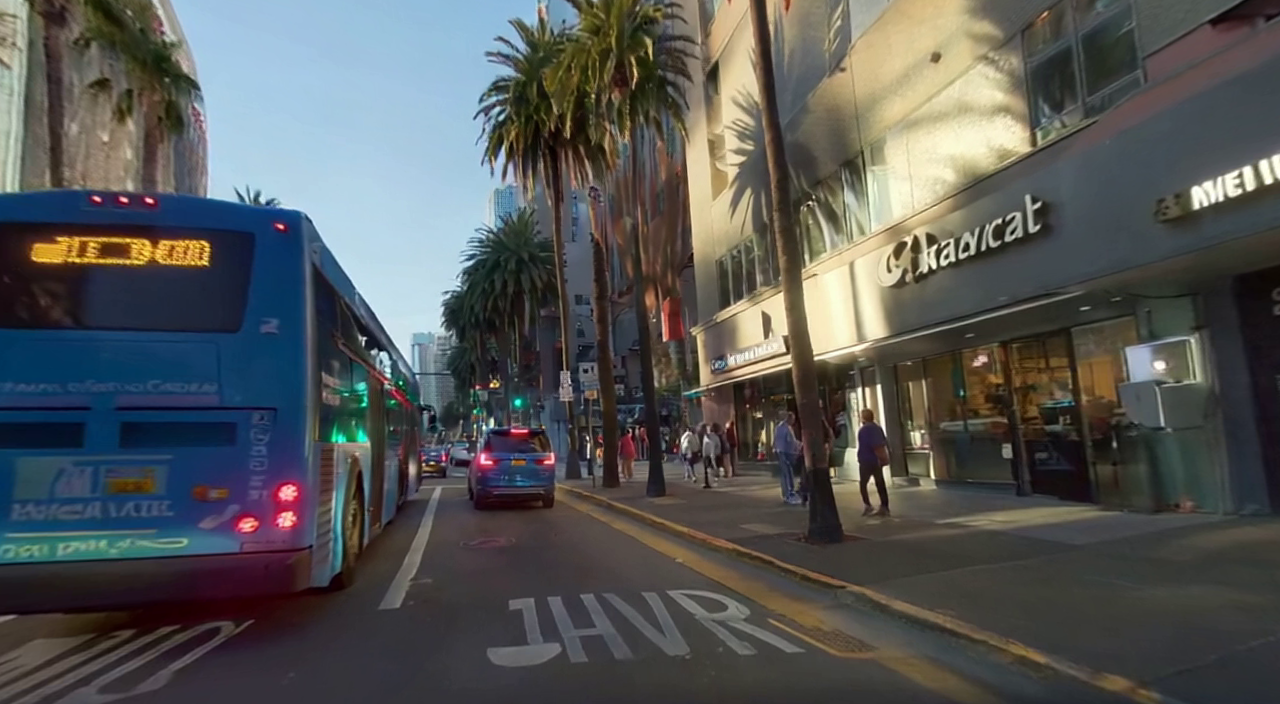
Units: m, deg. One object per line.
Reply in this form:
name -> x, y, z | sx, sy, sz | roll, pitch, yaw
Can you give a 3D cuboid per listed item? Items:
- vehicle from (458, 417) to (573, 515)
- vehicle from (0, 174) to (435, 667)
vehicle -> -3.044, 2.588, 14.769 | 2.002, 1.907, 4.211 | 3, -9, -19
vehicle -> -5.127, 1.228, 9.850 | 2.863, 3.233, 11.573 | 2, -9, -14
